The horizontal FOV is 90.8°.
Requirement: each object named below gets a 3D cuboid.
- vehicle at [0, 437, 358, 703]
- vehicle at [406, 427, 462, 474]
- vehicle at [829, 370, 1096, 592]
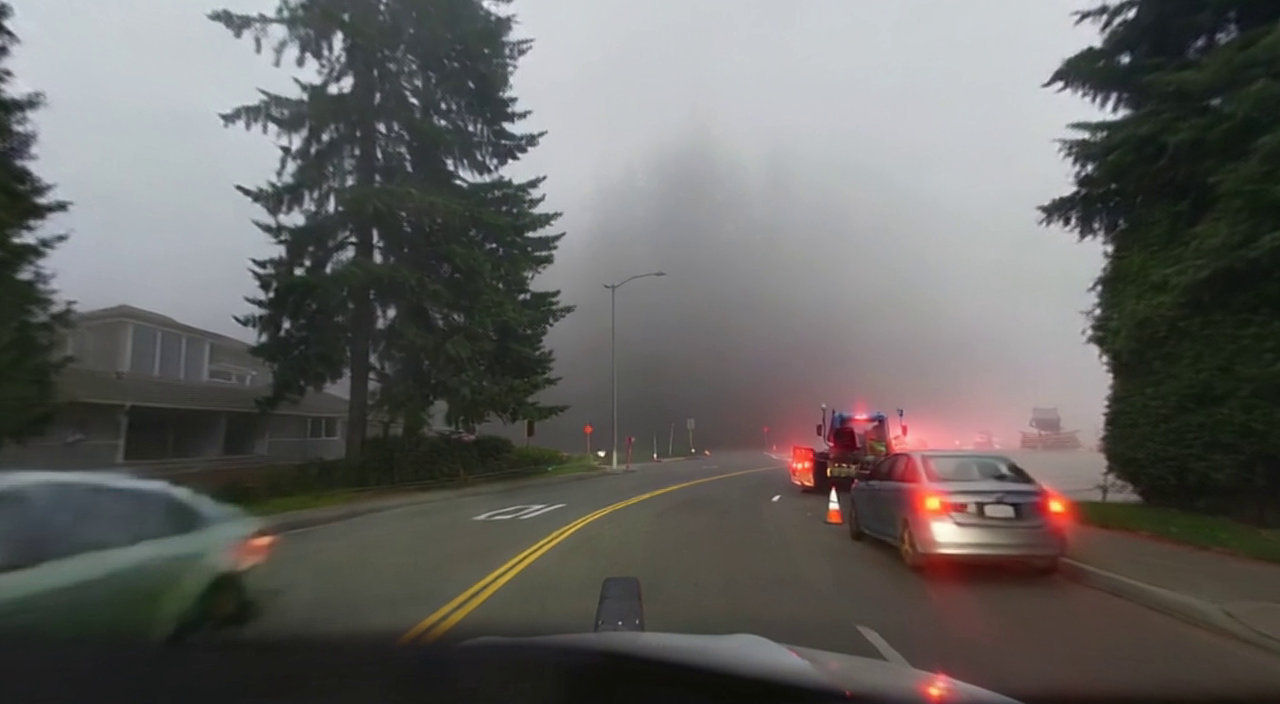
[{"bbox_3d":[-3.662,1.187,3.396,1.933,1.428,4.449,-1,-9,5],"label":"vehicle"},{"bbox_3d":[-11.829,5.646,36.411,2.665,2.465,1.532,5,-8,-10],"label":"vehicle"},{"bbox_3d":[3.756,1.507,8.071,1.913,2.241,3.024,-2,-7,5],"label":"vehicle"}]
